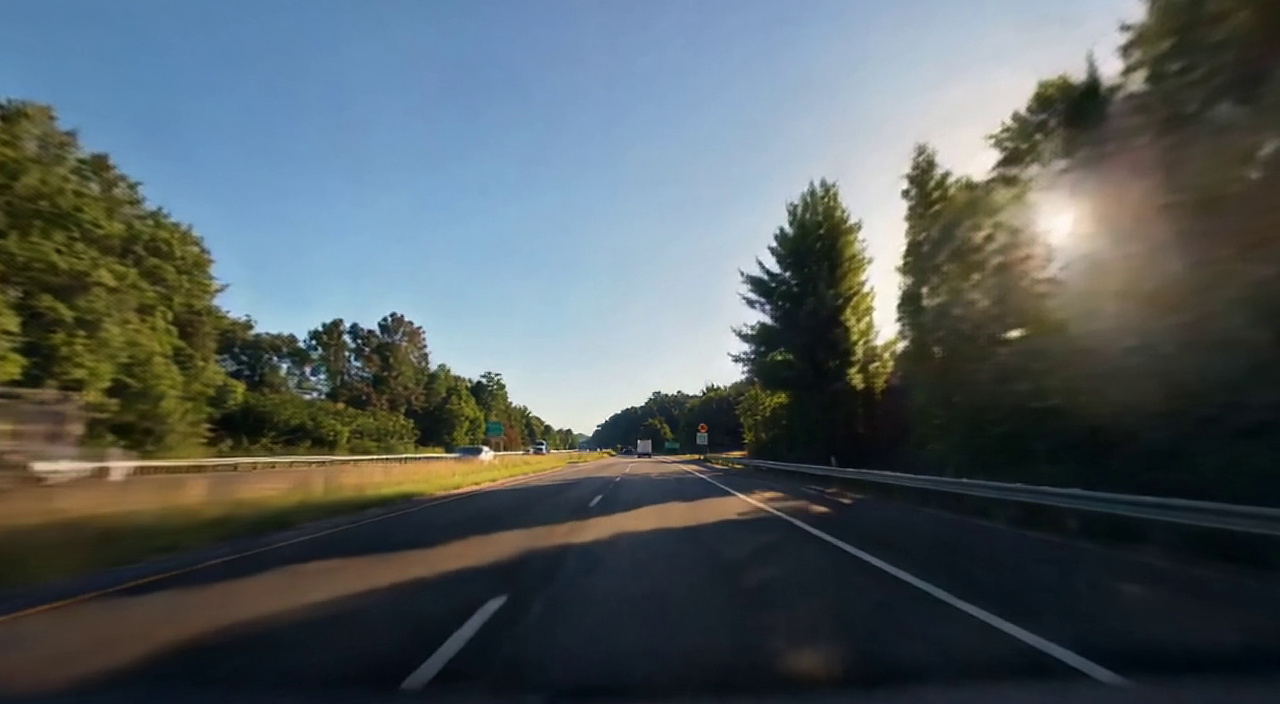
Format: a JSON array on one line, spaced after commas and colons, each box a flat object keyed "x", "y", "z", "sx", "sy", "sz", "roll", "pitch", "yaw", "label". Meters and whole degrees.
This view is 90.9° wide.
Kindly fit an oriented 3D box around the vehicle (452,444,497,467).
[{"x": -11.391, "y": 7.138, "z": 43.627, "sx": 1.907, "sy": 1.454, "sz": 4.302, "roll": 0, "pitch": -9, "yaw": 1, "label": "vehicle"}]
